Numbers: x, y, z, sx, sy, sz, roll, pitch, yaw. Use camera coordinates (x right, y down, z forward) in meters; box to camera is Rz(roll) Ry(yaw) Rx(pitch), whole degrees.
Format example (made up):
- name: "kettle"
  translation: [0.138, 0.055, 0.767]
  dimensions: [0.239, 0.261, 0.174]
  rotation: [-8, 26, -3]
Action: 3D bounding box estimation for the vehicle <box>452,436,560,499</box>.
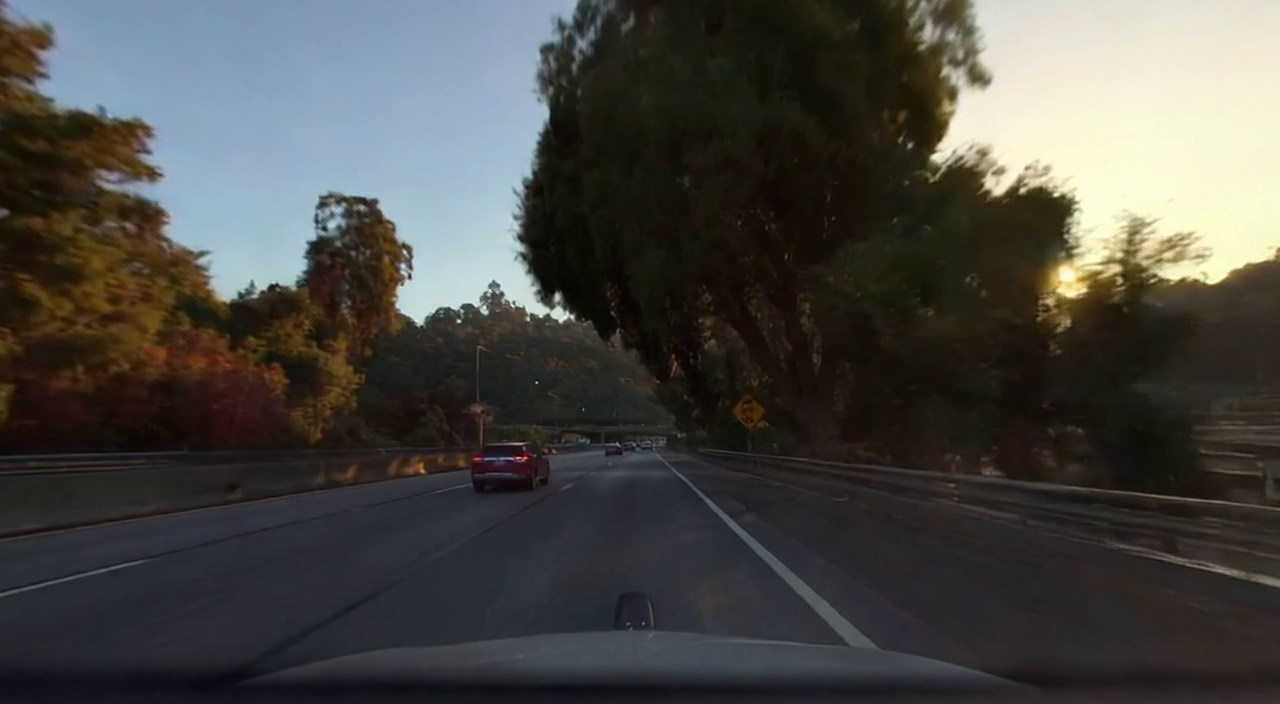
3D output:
- name: "vehicle"
  translation: [-3.579, 3.153, 17.696]
  dimensions: [1.993, 1.538, 4.192]
  rotation: [0, -8, 2]
